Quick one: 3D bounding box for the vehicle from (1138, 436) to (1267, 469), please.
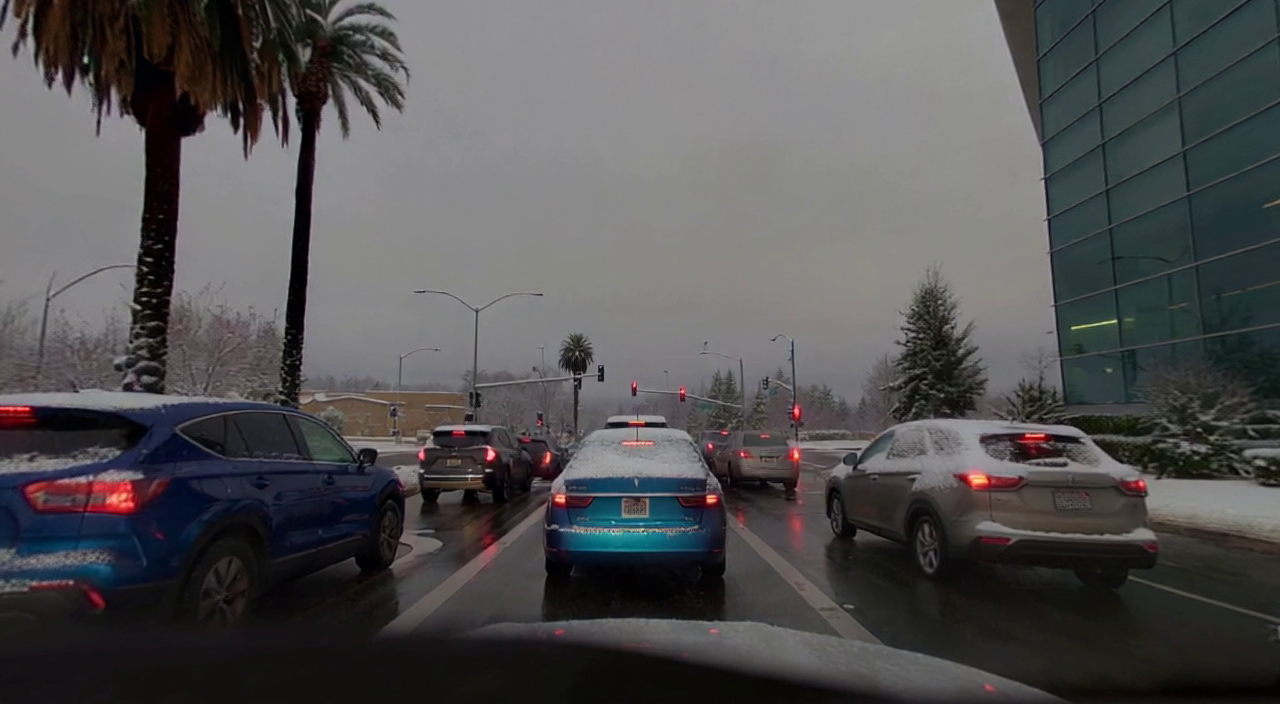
[{"bbox_3d":[25.459,4.550,28.644,4.014,1.417,1.777,-1,-8,5],"label":"vehicle"}]

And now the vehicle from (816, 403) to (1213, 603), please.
[{"bbox_3d":[3.842,1.621,7.679,2.064,1.696,4.431,0,-8,0],"label":"vehicle"}]

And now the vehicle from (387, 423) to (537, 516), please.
[{"bbox_3d":[-3.463,2.359,13.073,1.917,1.631,3.768,0,-8,1],"label":"vehicle"}]

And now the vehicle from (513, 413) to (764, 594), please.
[{"bbox_3d":[-0.053,1.664,7.812,2.219,1.586,4.321,0,-8,-1],"label":"vehicle"}]

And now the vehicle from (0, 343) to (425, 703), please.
[{"bbox_3d":[-3.532,1.153,5.178,2.014,1.775,4.404,0,-8,-1],"label":"vehicle"}]
